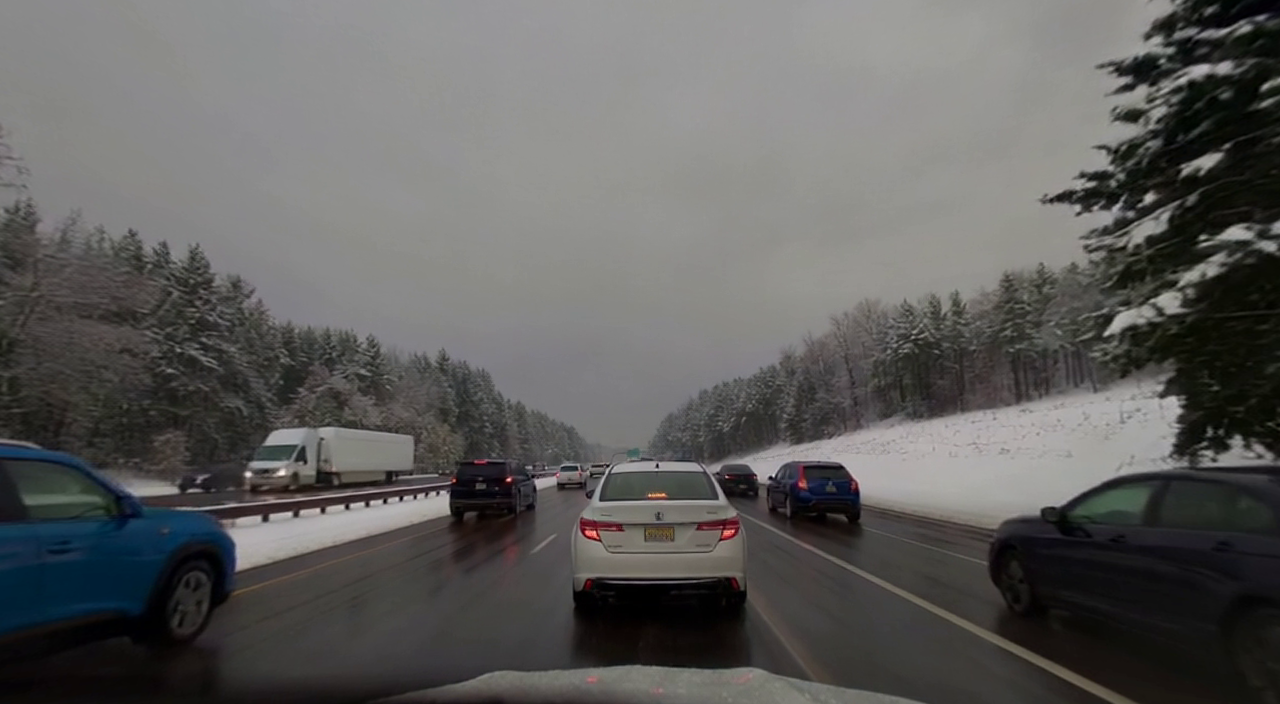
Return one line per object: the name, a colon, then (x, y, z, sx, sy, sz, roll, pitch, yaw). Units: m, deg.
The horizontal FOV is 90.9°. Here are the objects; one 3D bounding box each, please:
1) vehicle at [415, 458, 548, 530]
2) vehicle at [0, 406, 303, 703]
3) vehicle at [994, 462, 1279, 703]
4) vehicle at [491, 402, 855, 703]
vehicle: (-3.731, 3.468, 15.827, 1.960, 1.502, 4.593, 0, -11, 2)
vehicle: (-3.901, 1.086, 3.180, 1.994, 1.556, 4.263, 1, -11, 0)
vehicle: (4.522, 1.456, 4.197, 1.870, 1.382, 4.287, 1, -11, 1)
vehicle: (0.171, 1.548, 5.745, 2.057, 1.725, 4.126, 1, -11, -1)
